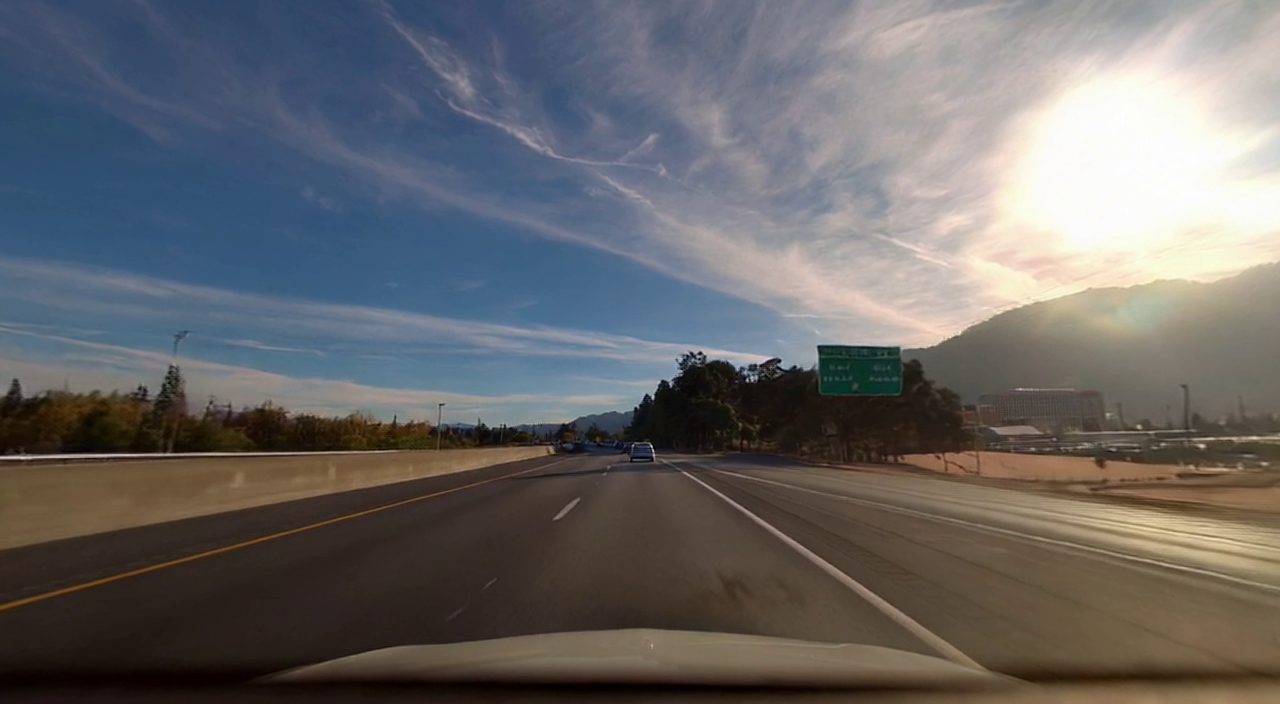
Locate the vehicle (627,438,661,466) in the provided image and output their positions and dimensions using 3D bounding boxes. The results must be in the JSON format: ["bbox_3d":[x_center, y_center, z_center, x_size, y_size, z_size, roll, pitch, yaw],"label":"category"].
[{"bbox_3d":[0.214,6.396,40.442,2.029,1.666,4.064,0,-8,-2],"label":"vehicle"}]
